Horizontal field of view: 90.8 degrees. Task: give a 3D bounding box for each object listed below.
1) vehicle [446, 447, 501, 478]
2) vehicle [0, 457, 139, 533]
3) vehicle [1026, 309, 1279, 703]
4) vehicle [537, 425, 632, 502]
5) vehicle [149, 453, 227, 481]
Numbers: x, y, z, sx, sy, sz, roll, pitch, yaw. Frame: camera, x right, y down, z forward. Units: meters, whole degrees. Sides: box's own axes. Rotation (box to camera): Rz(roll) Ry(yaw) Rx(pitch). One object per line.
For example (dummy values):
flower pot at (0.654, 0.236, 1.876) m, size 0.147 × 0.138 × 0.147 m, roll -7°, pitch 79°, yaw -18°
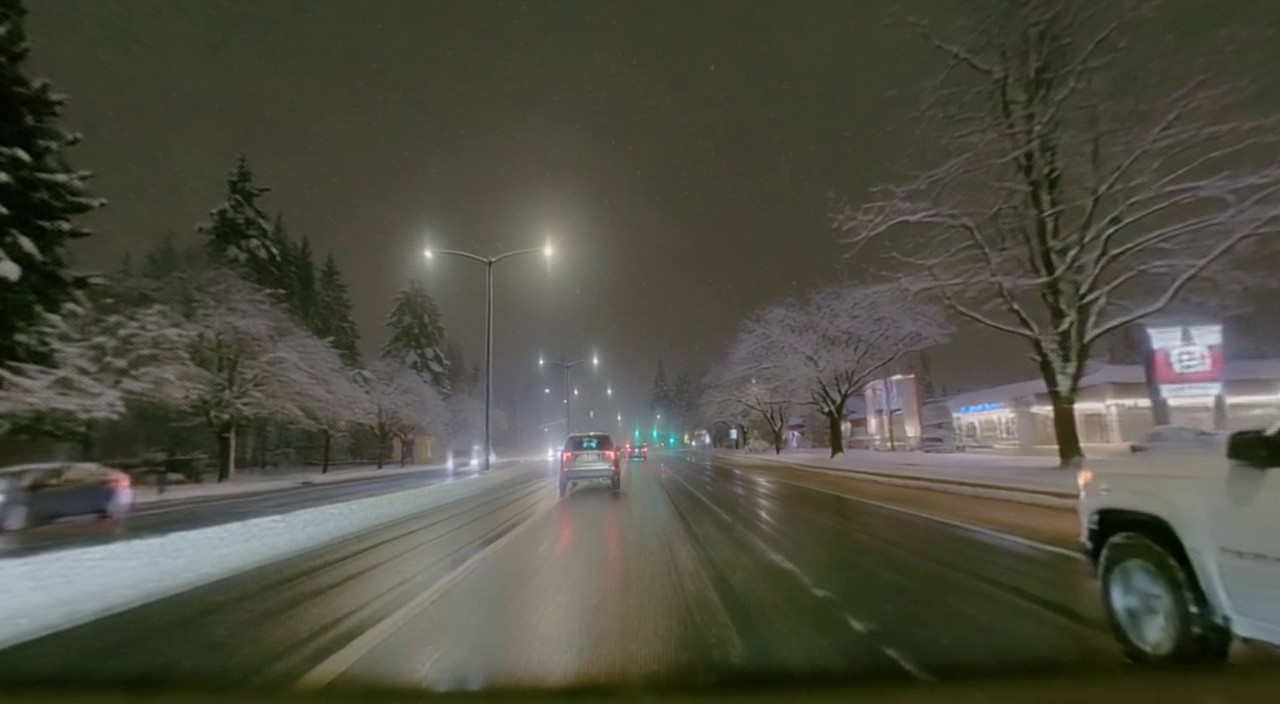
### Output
vehicle at (-9.114, 6.069, 34.964) m, size 2.001 × 1.579 × 3.930 m, roll 0°, pitch -8°, yaw 0°
vehicle at (-15.489, 3.533, 16.016) m, size 2.022 × 1.615 × 4.324 m, roll 0°, pitch -8°, yaw 0°
vehicle at (3.525, 0.597, 1.488) m, size 2.238 × 1.767 × 4.563 m, roll 0°, pitch -8°, yaw -1°
vehicle at (-1.498, 3.093, 17.983) m, size 2.300 × 1.870 × 4.936 m, roll 0°, pitch -8°, yaw -3°
vehicle at (-28.539, 7.252, 39.973) m, size 3.590 × 1.477 × 1.837 m, roll -3°, pitch -8°, yaw 0°
